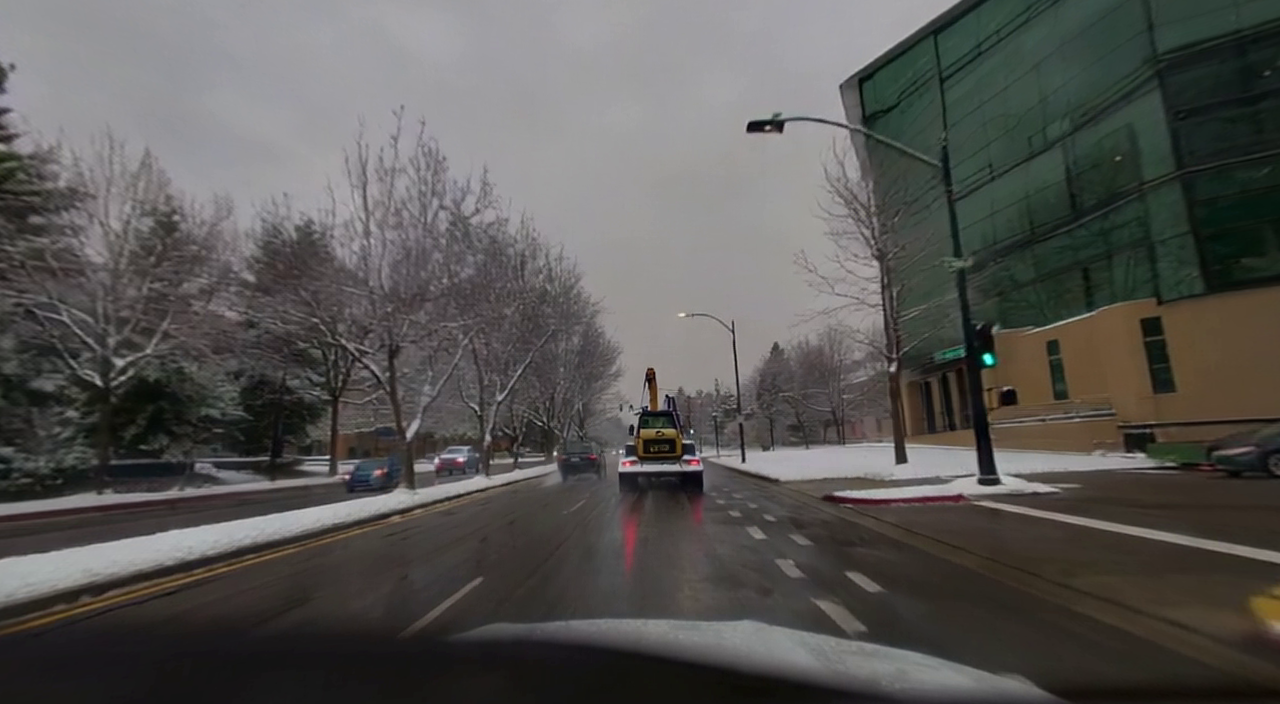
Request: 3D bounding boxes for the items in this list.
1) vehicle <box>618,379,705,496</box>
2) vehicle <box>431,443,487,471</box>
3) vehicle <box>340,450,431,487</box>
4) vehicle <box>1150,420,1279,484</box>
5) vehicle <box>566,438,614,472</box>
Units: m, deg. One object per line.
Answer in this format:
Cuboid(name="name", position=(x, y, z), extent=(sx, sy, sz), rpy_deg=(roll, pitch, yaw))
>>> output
Cuboid(name="vehicle", position=(0.598, 3.375, 24.570), extent=(2.552, 3.461, 11.044), rpy_deg=(-1, -8, -1))
Cuboid(name="vehicle", position=(-13.786, 8.029, 48.395), extent=(2.225, 1.946, 6.187), rpy_deg=(0, -9, 2))
Cuboid(name="vehicle", position=(-11.331, 5.187, 28.467), extent=(1.939, 1.496, 4.678), rpy_deg=(-1, -9, 3))
Cuboid(name="vehicle", position=(17.030, 2.761, 17.661), extent=(1.845, 1.593, 3.941), rpy_deg=(0, -8, -8))
Cuboid(name="vehicle", position=(-2.634, 5.573, 34.231), extent=(2.081, 1.688, 4.235), rpy_deg=(0, -9, 2))
